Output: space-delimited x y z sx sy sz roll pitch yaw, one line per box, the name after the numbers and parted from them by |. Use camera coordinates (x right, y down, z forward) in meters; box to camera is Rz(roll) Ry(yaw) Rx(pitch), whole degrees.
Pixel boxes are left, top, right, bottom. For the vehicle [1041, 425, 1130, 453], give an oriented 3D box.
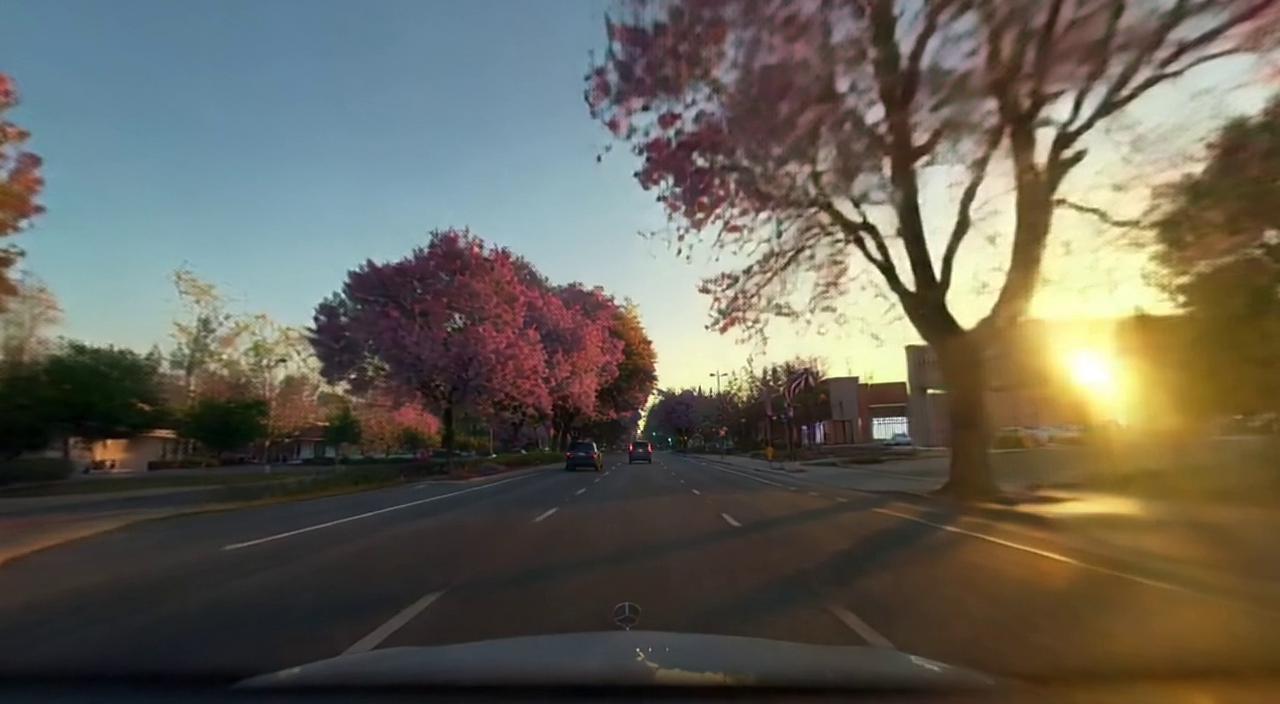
25.354 5.007 35.938 1.728 1.443 4.505 0 -8 -1 | vehicle

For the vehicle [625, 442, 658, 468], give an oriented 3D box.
0.095 7.163 43.774 2.149 1.701 4.379 0 -8 0 | vehicle

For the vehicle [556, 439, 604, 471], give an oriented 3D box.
-3.649 6.387 39.264 2.453 1.844 4.751 0 -8 1 | vehicle
